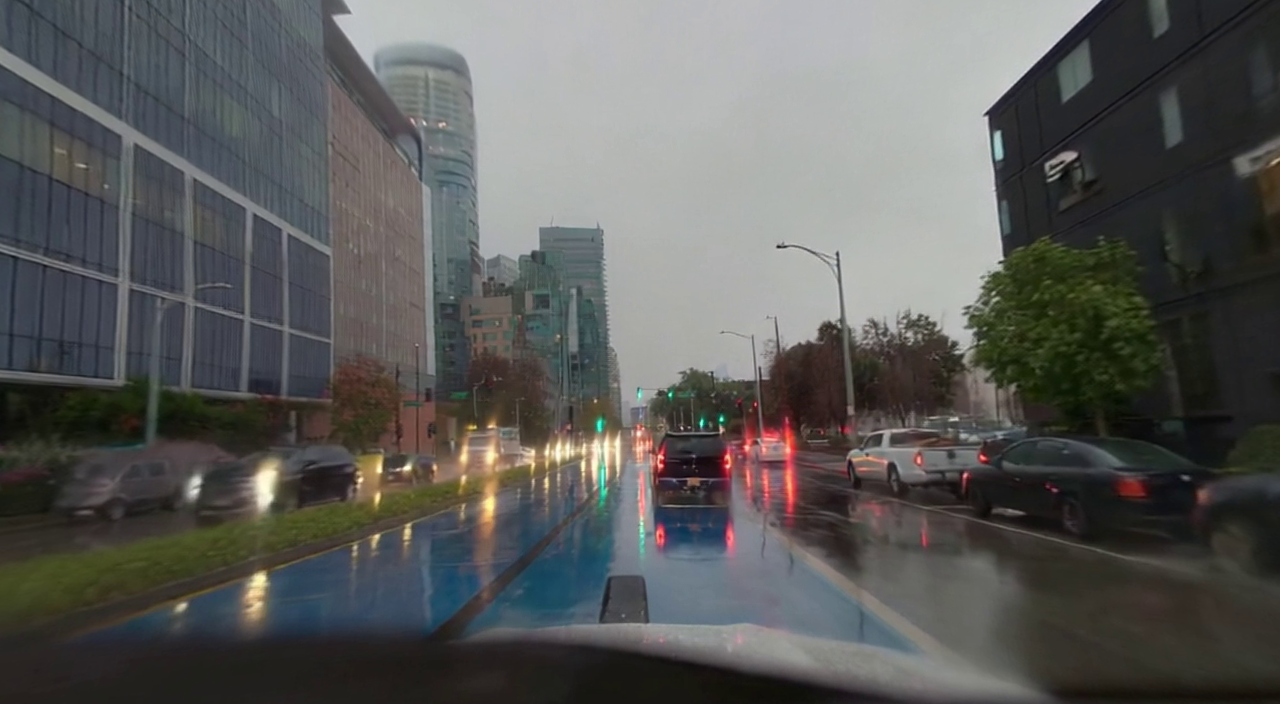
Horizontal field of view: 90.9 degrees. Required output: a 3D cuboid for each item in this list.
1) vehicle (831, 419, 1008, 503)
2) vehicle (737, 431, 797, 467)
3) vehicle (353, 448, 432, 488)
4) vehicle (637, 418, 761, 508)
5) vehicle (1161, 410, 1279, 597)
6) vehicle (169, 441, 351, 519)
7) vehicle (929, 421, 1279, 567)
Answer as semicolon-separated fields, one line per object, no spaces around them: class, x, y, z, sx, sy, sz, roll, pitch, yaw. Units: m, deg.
vehicle;6.794;2.748;16.258;2.088;1.761;5.697;-1;-9;2
vehicle;6.929;5.368;34.884;2.205;1.823;5.078;0;-9;0
vehicle;-11.994;5.620;30.999;2.191;1.763;5.059;0;-9;-4
vehicle;1.174;2.550;14.847;2.283;1.773;4.255;0;-9;-3
vehicle;6.628;1.176;4.529;1.927;1.631;4.417;0;-9;0
vehicle;-10.040;3.371;17.253;2.072;1.806;4.736;0;-8;-1
vehicle;6.476;1.913;9.376;2.106;1.550;5.046;-1;-9;2
